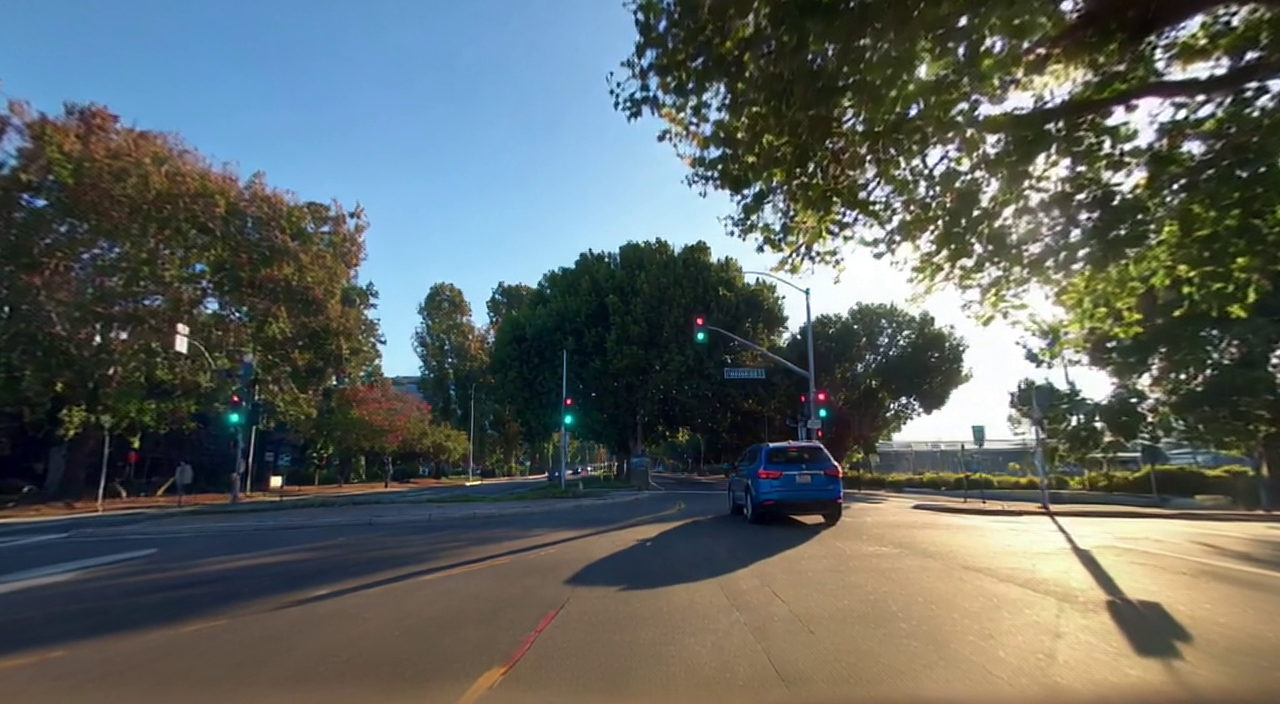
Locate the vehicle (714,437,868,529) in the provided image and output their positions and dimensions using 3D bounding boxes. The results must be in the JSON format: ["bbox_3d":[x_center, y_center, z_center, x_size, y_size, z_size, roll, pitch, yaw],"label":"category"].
[{"bbox_3d":[3.052,2.754,14.019,2.140,1.655,4.786,1,-8,-1],"label":"vehicle"}]
